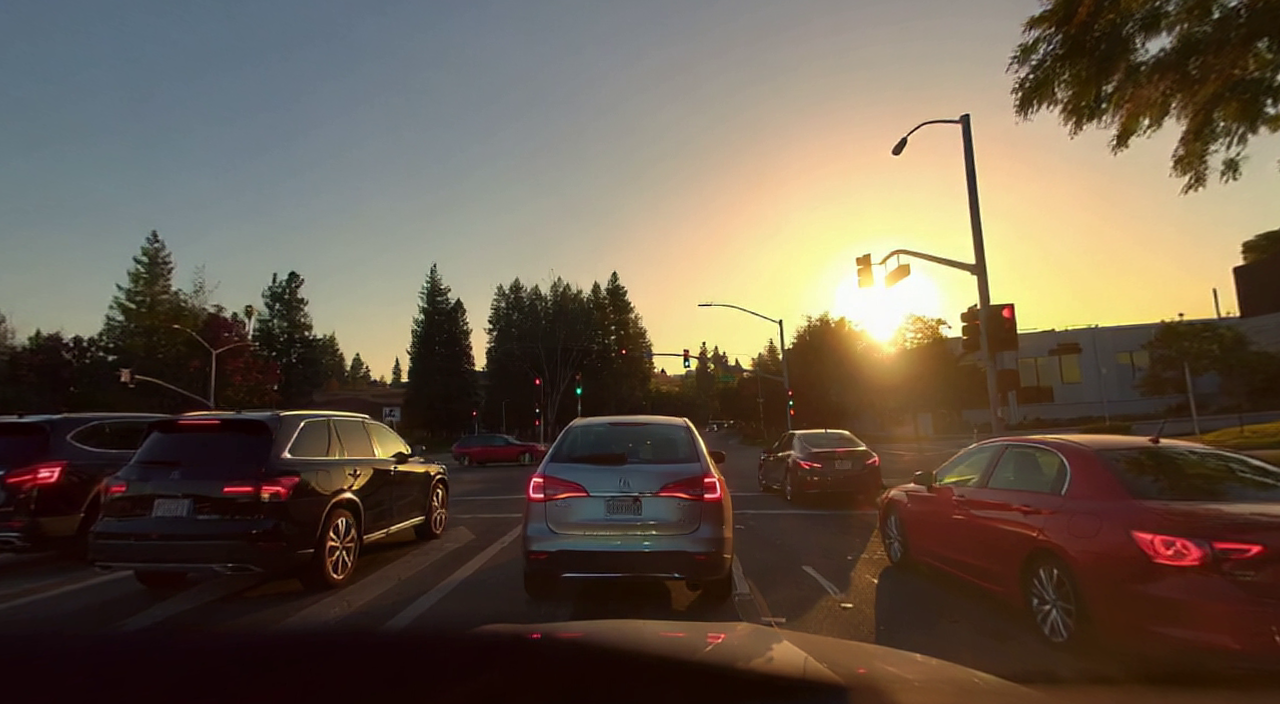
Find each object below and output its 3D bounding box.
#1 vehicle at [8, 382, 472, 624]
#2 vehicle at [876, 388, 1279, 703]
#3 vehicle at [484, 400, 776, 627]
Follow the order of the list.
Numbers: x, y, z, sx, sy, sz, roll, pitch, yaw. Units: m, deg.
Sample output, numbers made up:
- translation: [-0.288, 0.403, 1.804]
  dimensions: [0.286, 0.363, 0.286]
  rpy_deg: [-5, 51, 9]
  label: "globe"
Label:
- translation: [-3.553, 1.422, 6.862]
  dimensions: [2.014, 1.755, 4.360]
  rpy_deg: [0, -8, 3]
  label: "vehicle"
- translation: [3.584, 1.205, 4.605]
  dimensions: [2.010, 1.486, 4.498]
  rpy_deg: [0, -8, 1]
  label: "vehicle"
- translation: [-0.047, 1.402, 6.307]
  dimensions: [2.047, 1.579, 3.642]
  rpy_deg: [0, -8, 1]
  label: "vehicle"
